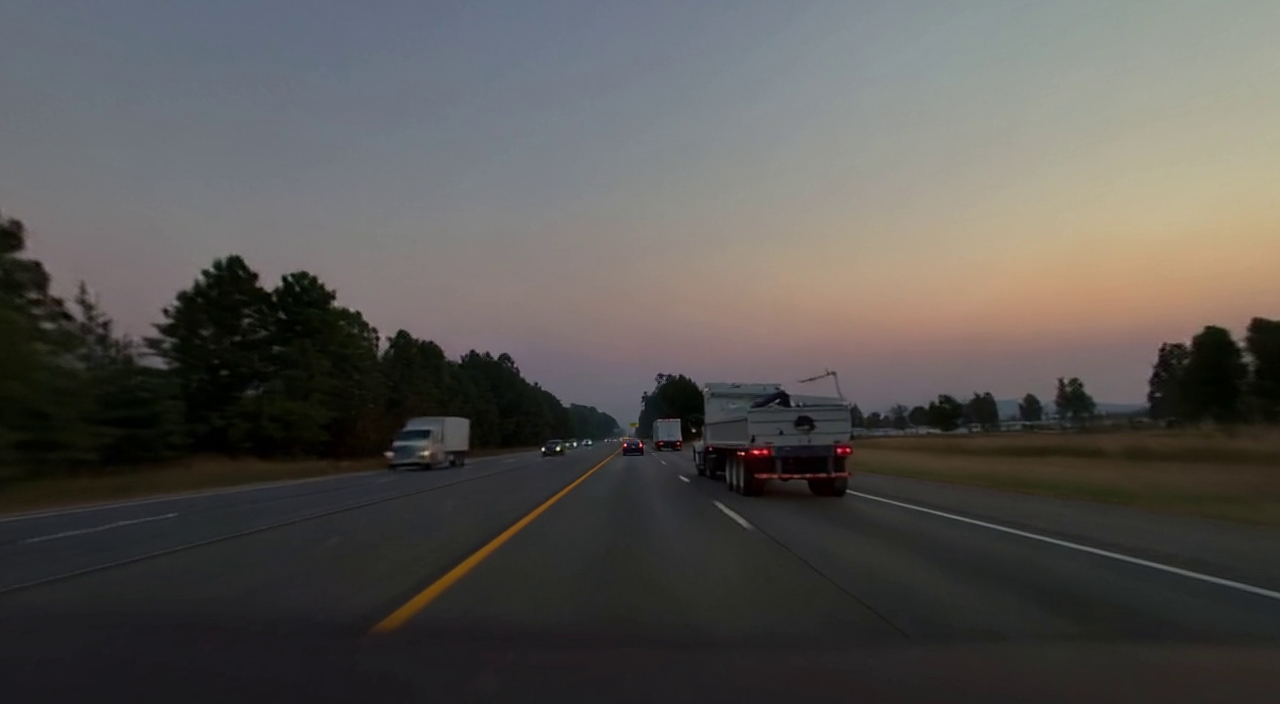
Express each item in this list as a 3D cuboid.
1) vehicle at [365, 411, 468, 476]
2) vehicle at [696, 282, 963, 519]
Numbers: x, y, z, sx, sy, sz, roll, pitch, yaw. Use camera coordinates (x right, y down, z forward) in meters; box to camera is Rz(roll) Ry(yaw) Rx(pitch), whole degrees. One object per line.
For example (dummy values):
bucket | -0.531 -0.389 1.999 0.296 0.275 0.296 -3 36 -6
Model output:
vehicle | -12.586 5.251 36.333 2.977 3.133 8.363 -3 -8 0
vehicle | 3.773 1.691 17.539 2.919 4.004 13.911 0 -8 -1
